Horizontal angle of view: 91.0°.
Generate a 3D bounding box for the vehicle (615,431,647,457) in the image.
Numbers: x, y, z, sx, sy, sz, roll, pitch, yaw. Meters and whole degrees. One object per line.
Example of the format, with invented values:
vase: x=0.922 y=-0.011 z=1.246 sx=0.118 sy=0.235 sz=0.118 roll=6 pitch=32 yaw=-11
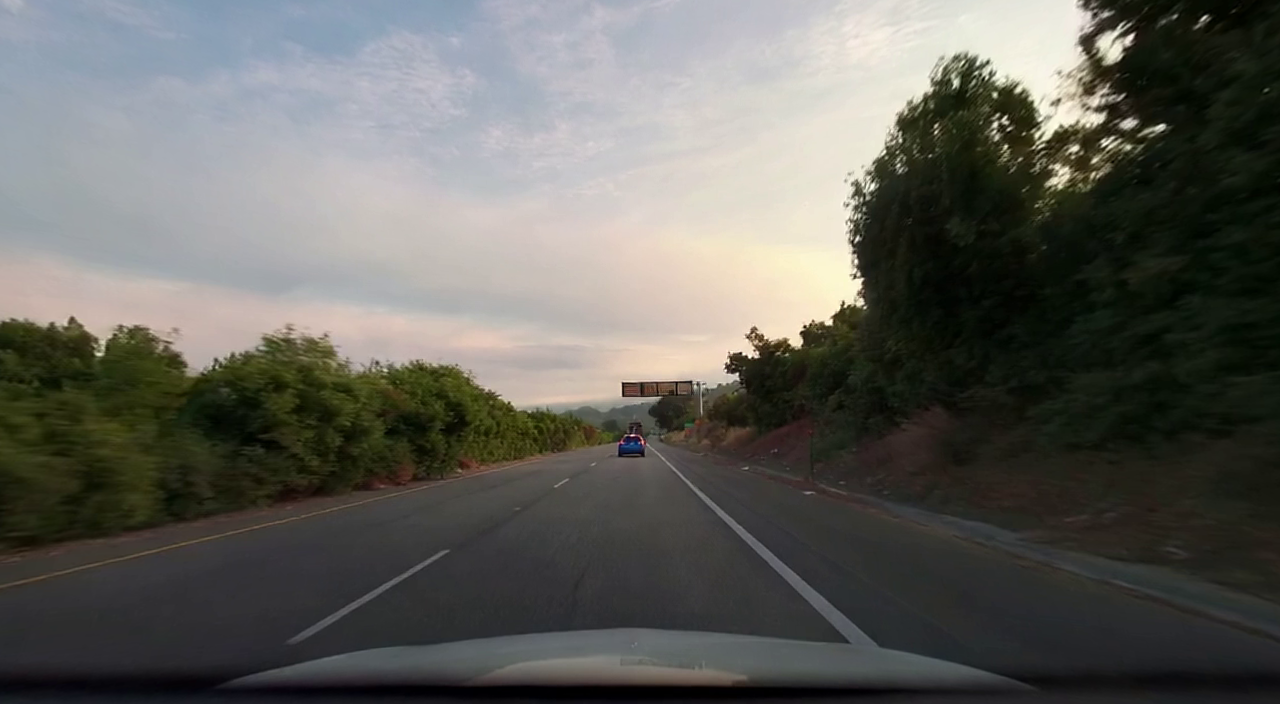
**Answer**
vehicle: x=-0.640 y=6.574 z=45.147 sx=2.180 sy=1.717 sz=4.139 roll=0 pitch=-8 yaw=-1
